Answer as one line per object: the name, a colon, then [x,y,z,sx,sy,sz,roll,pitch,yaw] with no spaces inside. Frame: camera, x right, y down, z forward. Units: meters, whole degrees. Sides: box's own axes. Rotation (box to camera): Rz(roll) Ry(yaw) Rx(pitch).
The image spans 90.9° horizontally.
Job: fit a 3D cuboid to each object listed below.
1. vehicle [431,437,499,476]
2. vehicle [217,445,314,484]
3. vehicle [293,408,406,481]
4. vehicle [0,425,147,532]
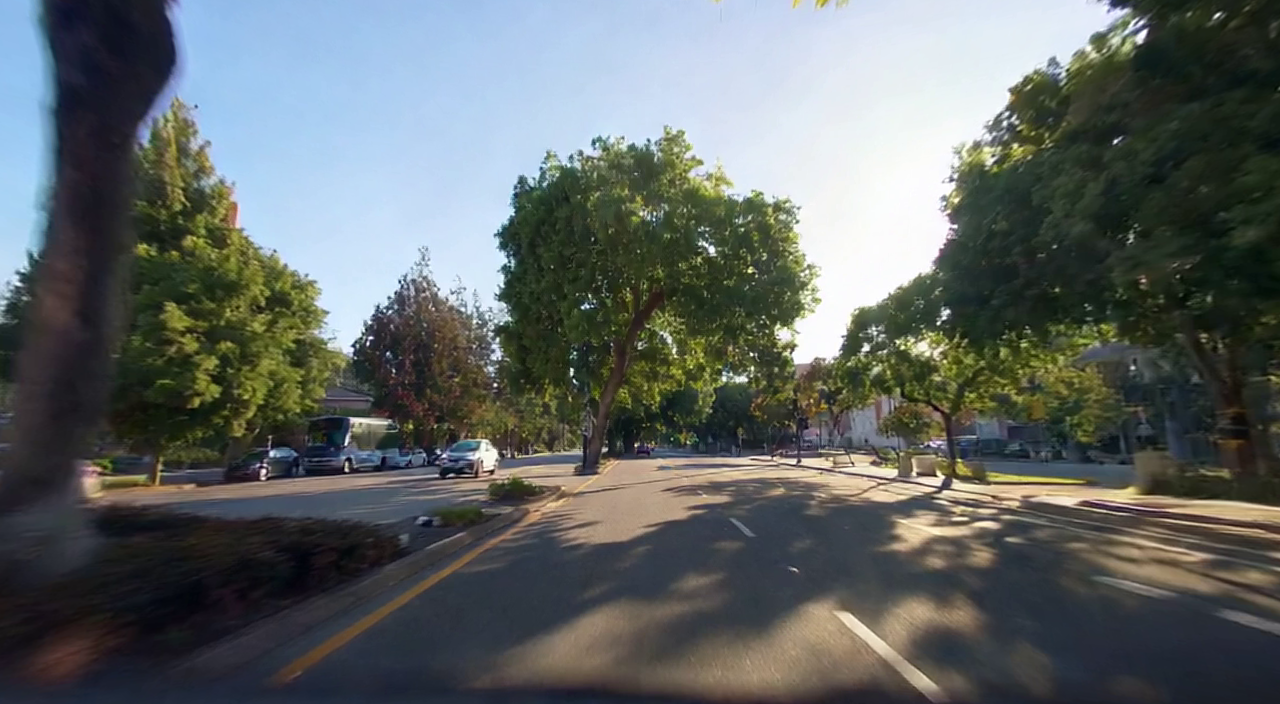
vehicle: [-8.056,4.841,29.466,1.903,1.644,4.182,0,-8,1]
vehicle: [-18.020,5.399,30.632,1.951,1.705,4.480,0,-8,0]
vehicle: [-17.558,5.666,38.891,3.028,3.724,9.001,-4,-8,-2]
vehicle: [-11.631,2.183,10.994,2.092,1.746,4.831,0,-8,0]
